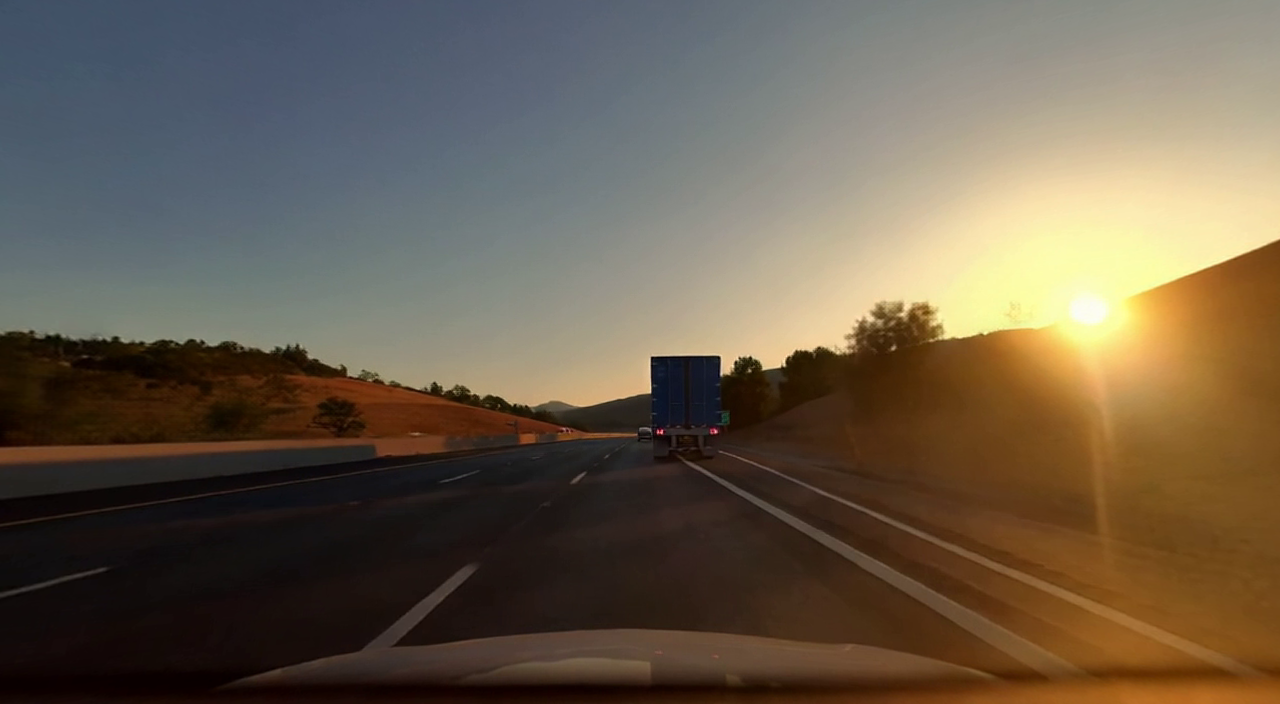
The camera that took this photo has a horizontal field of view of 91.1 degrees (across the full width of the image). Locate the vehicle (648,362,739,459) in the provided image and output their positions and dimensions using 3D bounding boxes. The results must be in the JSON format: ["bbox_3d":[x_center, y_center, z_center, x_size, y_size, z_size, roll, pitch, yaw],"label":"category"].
[{"bbox_3d":[2.124,3.015,30.157,3.446,3.698,12.089,0,-8,1],"label":"vehicle"}]
